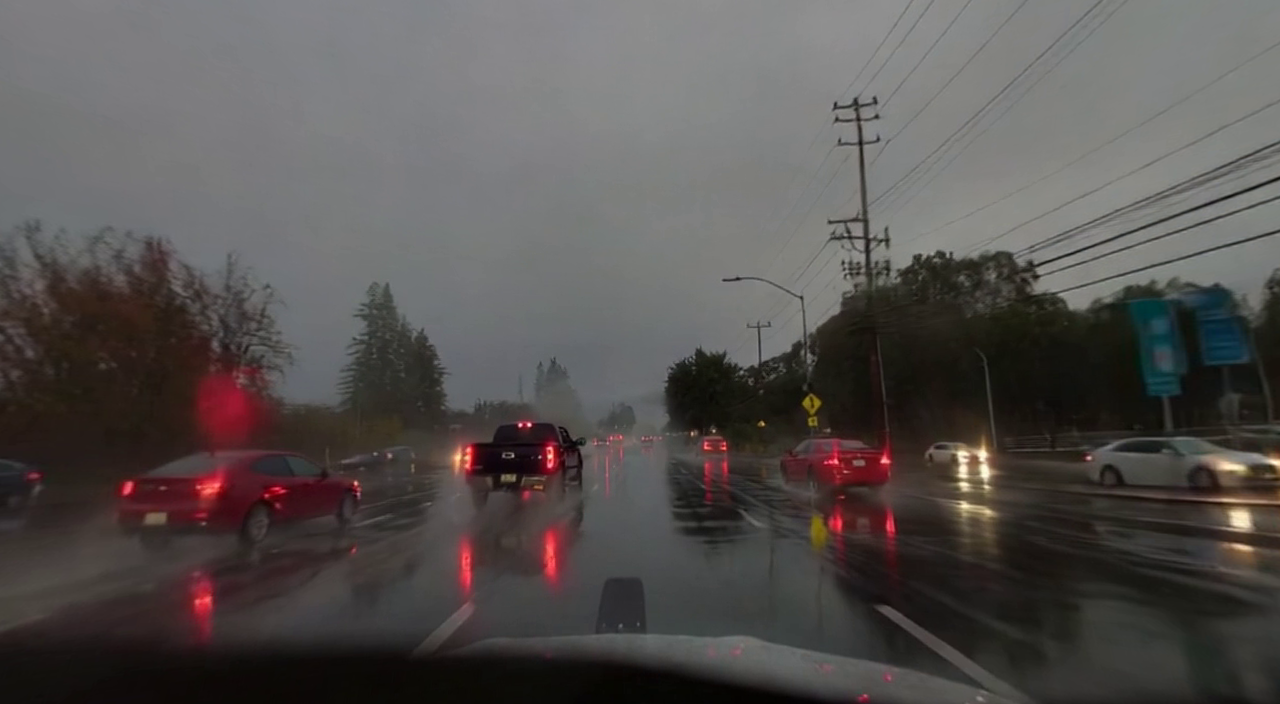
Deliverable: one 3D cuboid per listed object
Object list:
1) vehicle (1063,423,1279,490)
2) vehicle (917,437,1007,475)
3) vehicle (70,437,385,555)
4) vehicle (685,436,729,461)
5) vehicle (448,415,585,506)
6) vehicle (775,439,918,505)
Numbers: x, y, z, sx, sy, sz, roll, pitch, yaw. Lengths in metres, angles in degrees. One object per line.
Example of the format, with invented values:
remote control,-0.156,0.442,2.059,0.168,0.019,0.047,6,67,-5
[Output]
vehicle,18.004,3.483,21.468,2.267,1.925,5.964,2,-9,-13
vehicle,16.514,5.365,32.775,2.044,1.812,4.935,0,-8,0
vehicle,-6.291,2.215,10.557,2.035,1.497,4.723,0,-8,1
vehicle,4.057,5.954,39.170,2.071,1.435,4.226,0,-8,-3
vehicle,-3.012,2.864,17.161,2.467,1.991,6.089,0,-8,1
vehicle,5.052,2.981,16.237,1.840,1.428,4.602,0,-8,-4
